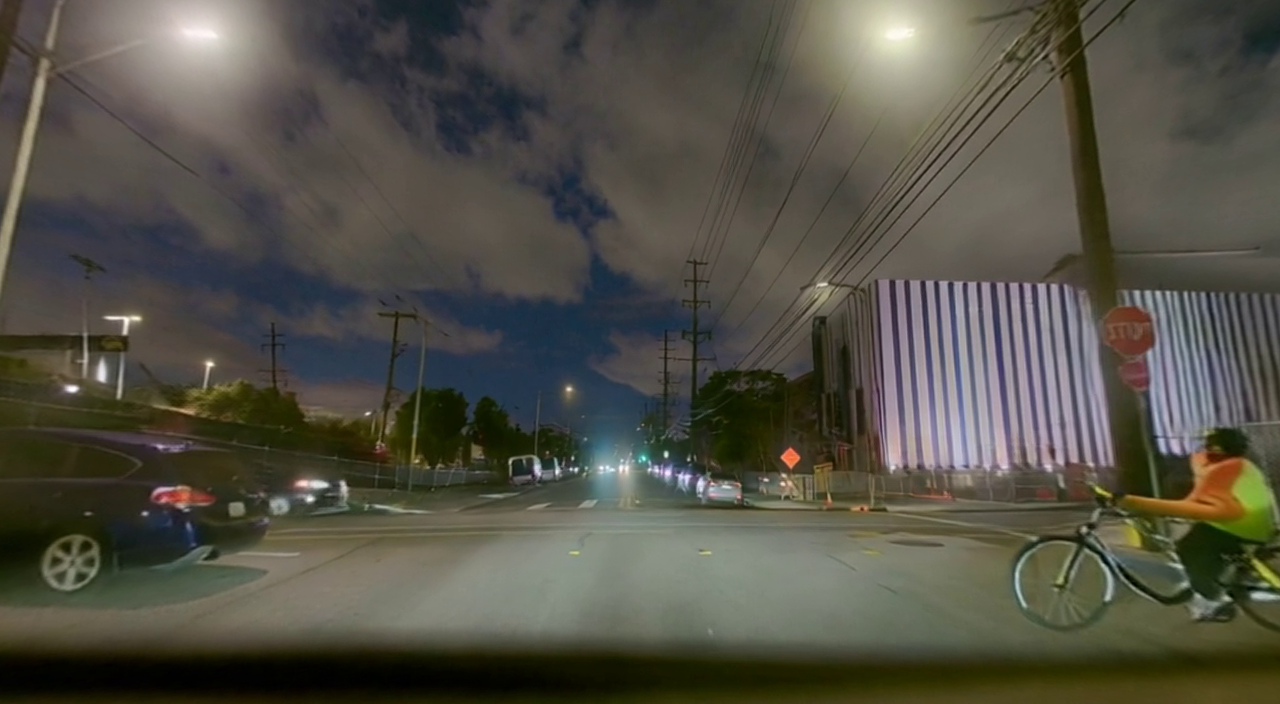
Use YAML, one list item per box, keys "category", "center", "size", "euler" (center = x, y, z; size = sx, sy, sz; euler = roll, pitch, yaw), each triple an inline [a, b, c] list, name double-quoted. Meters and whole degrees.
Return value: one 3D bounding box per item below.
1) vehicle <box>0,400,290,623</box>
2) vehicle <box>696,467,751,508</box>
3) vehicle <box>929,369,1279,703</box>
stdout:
- category: "vehicle"
  center: [-6.550, 1.305, 6.037]
  size: [5.025, 1.648, 2.055]
  euler: [4, -11, -1]
- category: "vehicle"
  center: [4.128, 6.800, 32.031]
  size: [2.007, 1.804, 4.136]
  euler: [0, -9, -3]
- category: "vehicle"
  center: [4.505, 1.105, 3.894]
  size: [4.416, 1.750, 2.011]
  euler: [0, -8, -3]
